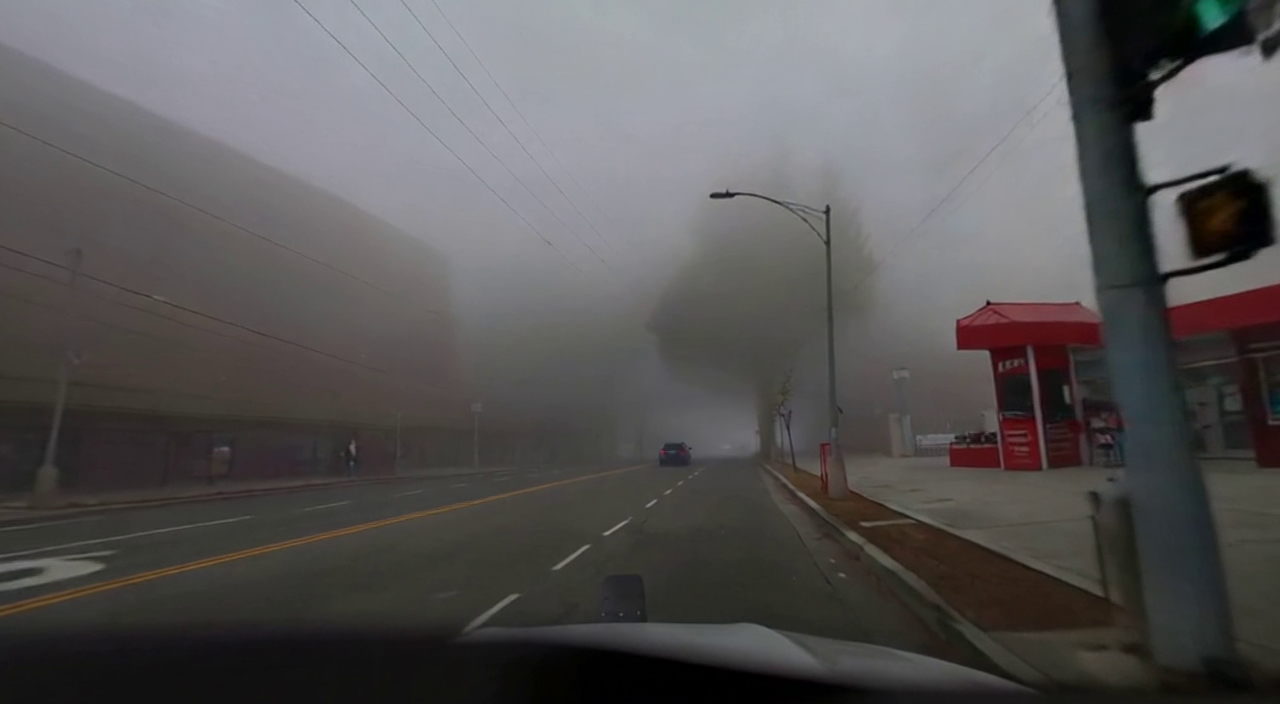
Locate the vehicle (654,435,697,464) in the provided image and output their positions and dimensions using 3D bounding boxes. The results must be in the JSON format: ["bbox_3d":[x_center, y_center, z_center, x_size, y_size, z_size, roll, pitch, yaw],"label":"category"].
[{"bbox_3d":[2.340,6.229,40.409,2.101,1.721,4.364,-2,-9,11],"label":"vehicle"}]
